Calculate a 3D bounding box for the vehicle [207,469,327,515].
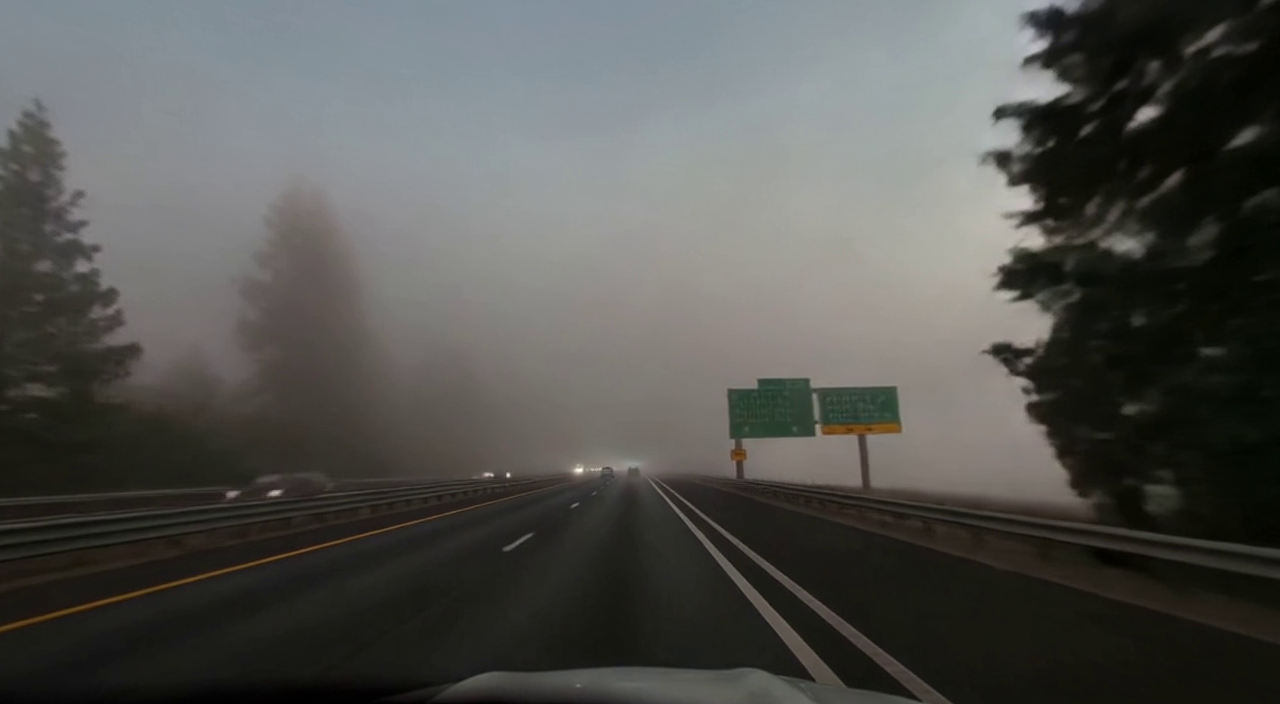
[{"bbox_3d":[-13.010,4.874,22.286,1.780,1.441,4.041,1,-11,-1],"label":"vehicle"}]
